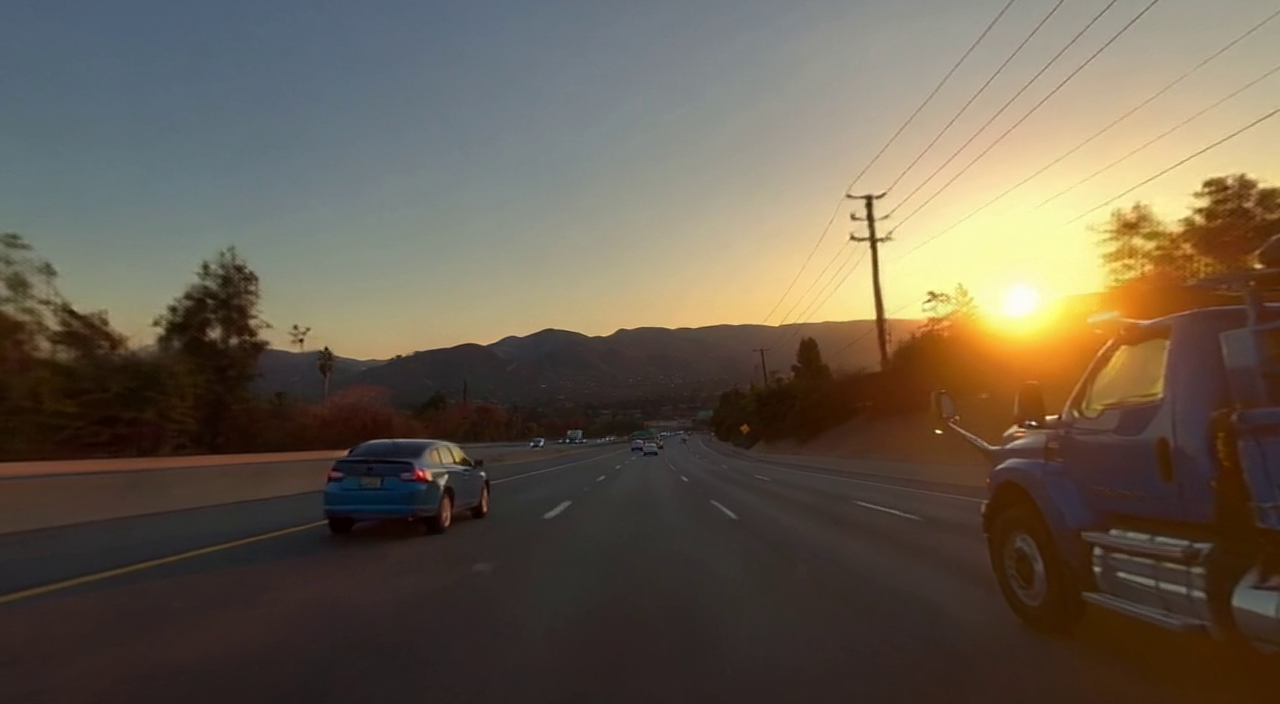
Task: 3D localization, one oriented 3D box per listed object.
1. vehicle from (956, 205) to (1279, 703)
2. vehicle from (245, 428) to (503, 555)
[{"bbox_3d":[3.593,0.441,1.251,2.538,2.228,6.370,0,-9,-1],"label":"vehicle"},{"bbox_3d":[-3.701,2.021,9.874,1.974,1.493,4.563,0,-9,1],"label":"vehicle"}]
